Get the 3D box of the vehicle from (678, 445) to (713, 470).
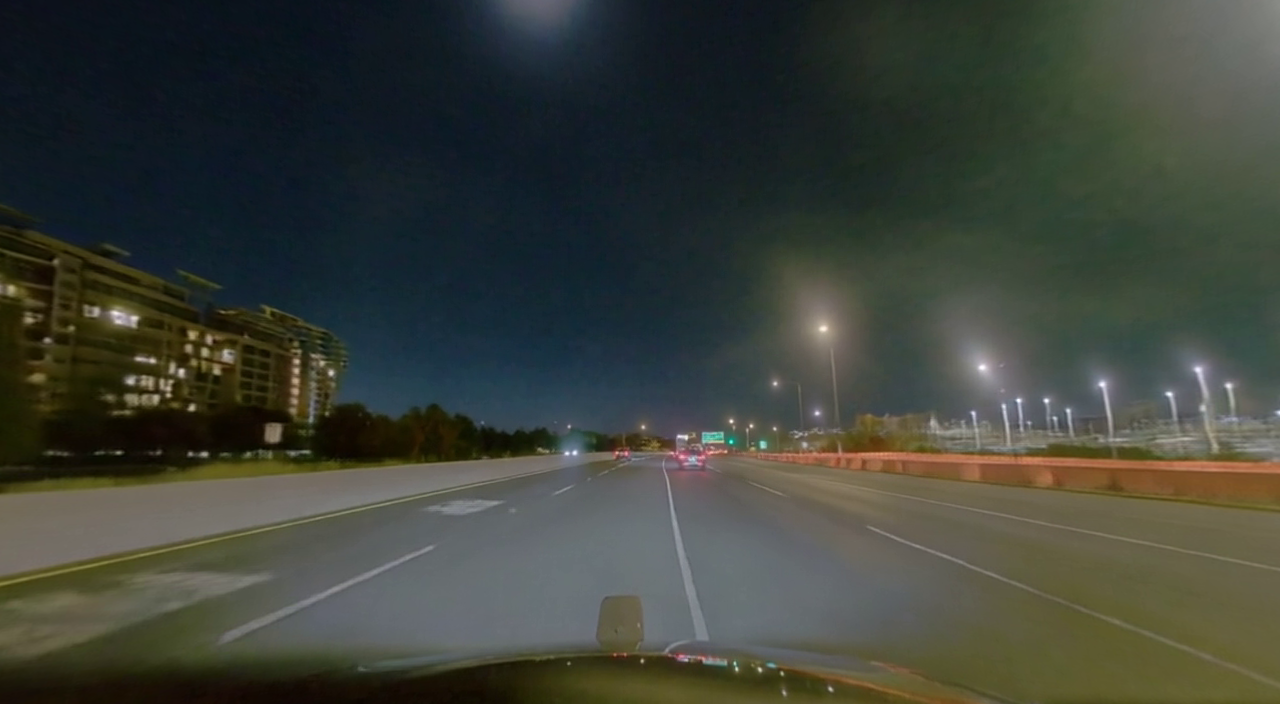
[{"bbox_3d":[3.682,7.101,42.514,1.974,1.557,4.479,0,-9,0],"label":"vehicle"}]
